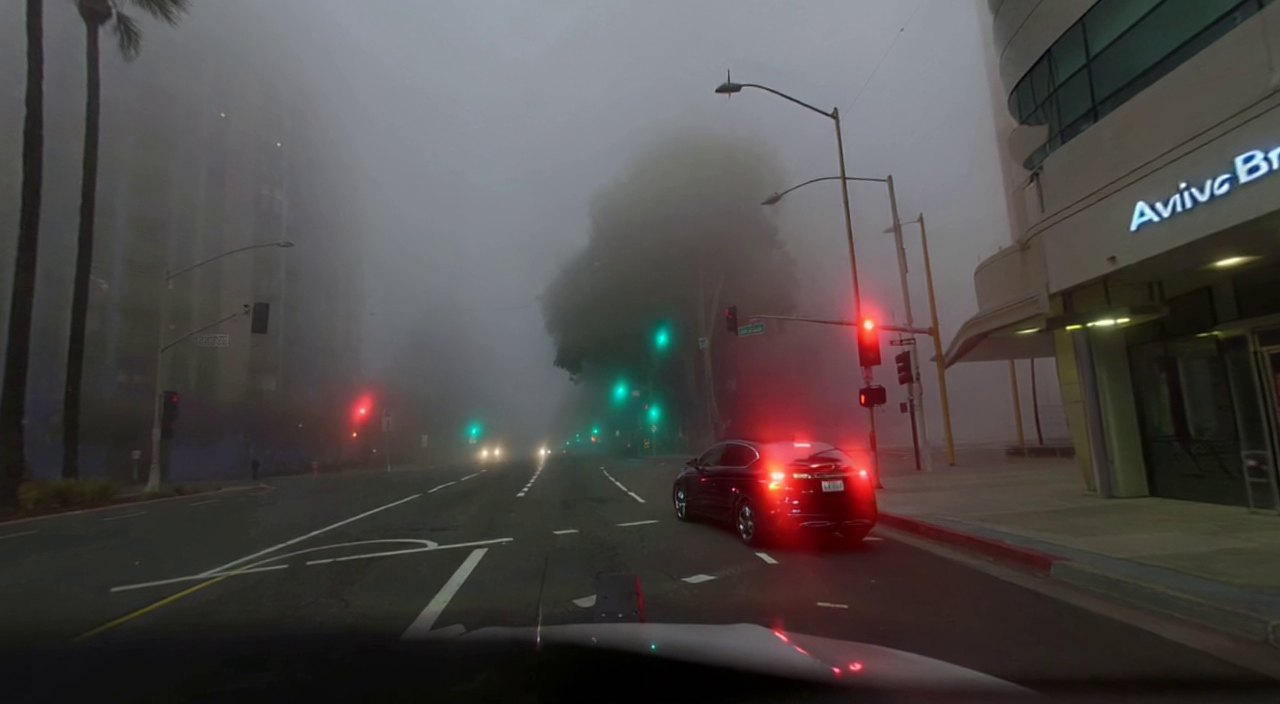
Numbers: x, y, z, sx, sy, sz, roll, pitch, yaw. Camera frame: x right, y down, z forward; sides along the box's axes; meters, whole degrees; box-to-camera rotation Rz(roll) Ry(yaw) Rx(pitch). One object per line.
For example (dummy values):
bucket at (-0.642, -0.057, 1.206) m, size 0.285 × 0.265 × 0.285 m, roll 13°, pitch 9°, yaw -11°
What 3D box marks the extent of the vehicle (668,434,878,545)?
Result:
vehicle at (1.925, 2.196, 10.934) m, size 2.090 × 1.466 × 4.676 m, roll 1°, pitch -8°, yaw -7°
